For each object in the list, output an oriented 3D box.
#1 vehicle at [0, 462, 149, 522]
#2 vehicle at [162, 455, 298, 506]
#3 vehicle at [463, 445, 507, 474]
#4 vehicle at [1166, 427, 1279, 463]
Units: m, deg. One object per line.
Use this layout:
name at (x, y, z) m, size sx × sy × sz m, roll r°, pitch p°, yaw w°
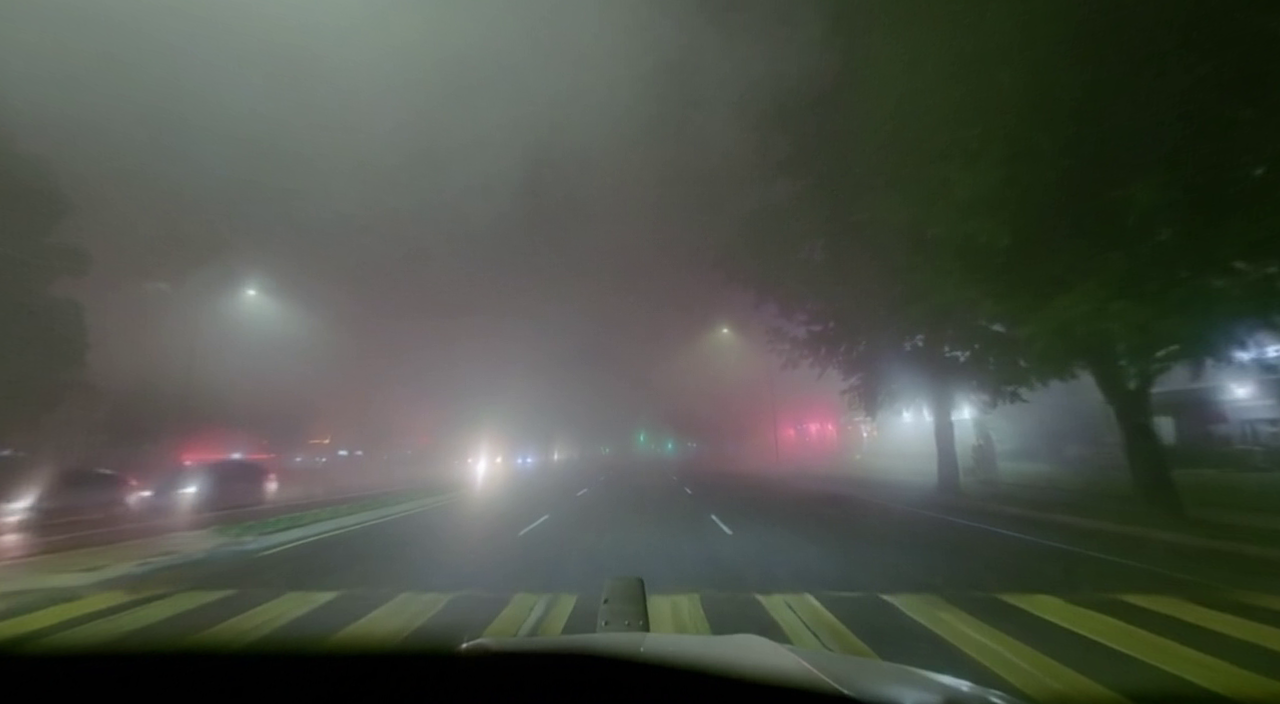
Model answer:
vehicle at (-18.018, 4.253, 19.454) m, size 1.945 × 1.486 × 4.652 m, roll -4°, pitch -9°, yaw 1°
vehicle at (-14.481, 4.531, 22.639) m, size 1.963 × 1.487 × 4.331 m, roll -3°, pitch -9°, yaw 1°
vehicle at (-10.157, 7.056, 41.622) m, size 2.012 × 1.756 × 4.268 m, roll -1°, pitch -9°, yaw -3°
vehicle at (25.921, 3.982, 26.893) m, size 4.942 × 1.435 × 1.987 m, roll -5°, pitch -10°, yaw 28°
